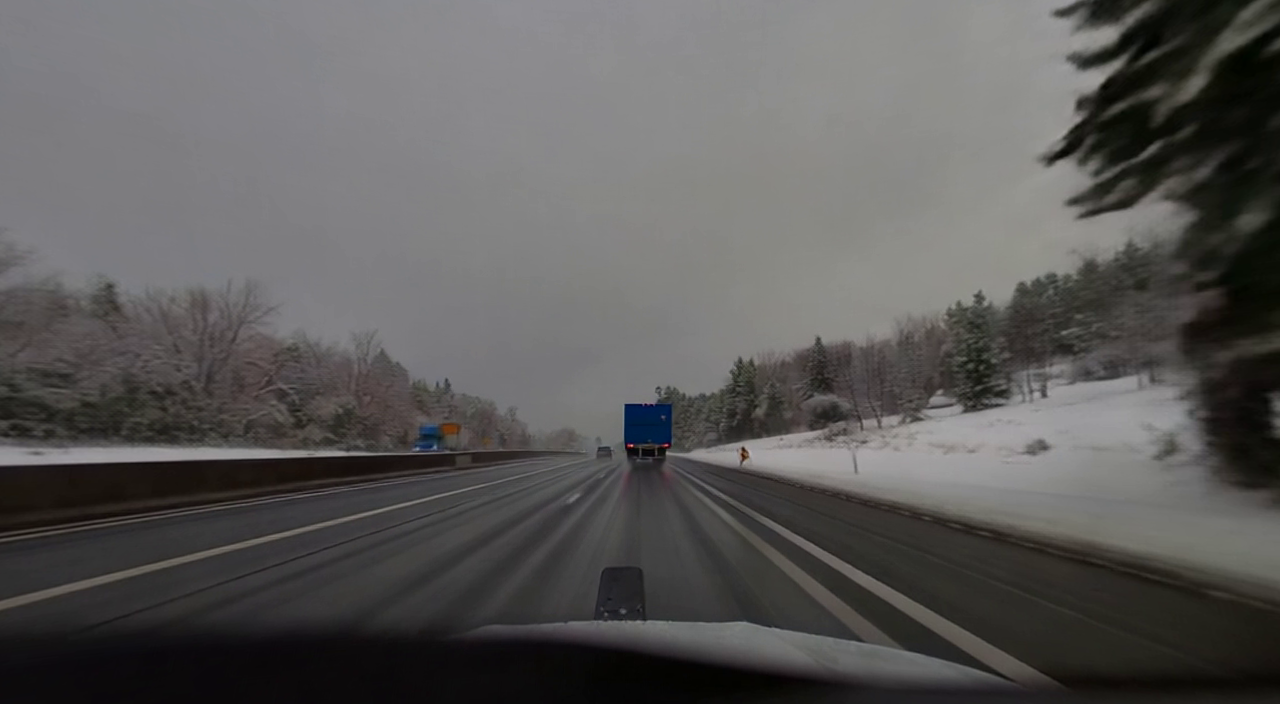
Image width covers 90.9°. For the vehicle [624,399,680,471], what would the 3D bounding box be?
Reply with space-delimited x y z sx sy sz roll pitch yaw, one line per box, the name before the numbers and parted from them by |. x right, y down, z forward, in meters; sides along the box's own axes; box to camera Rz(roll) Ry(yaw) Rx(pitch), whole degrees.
vehicle | 0.535 5.503 40.916 3.055 4.009 10.972 0 -9 -2
